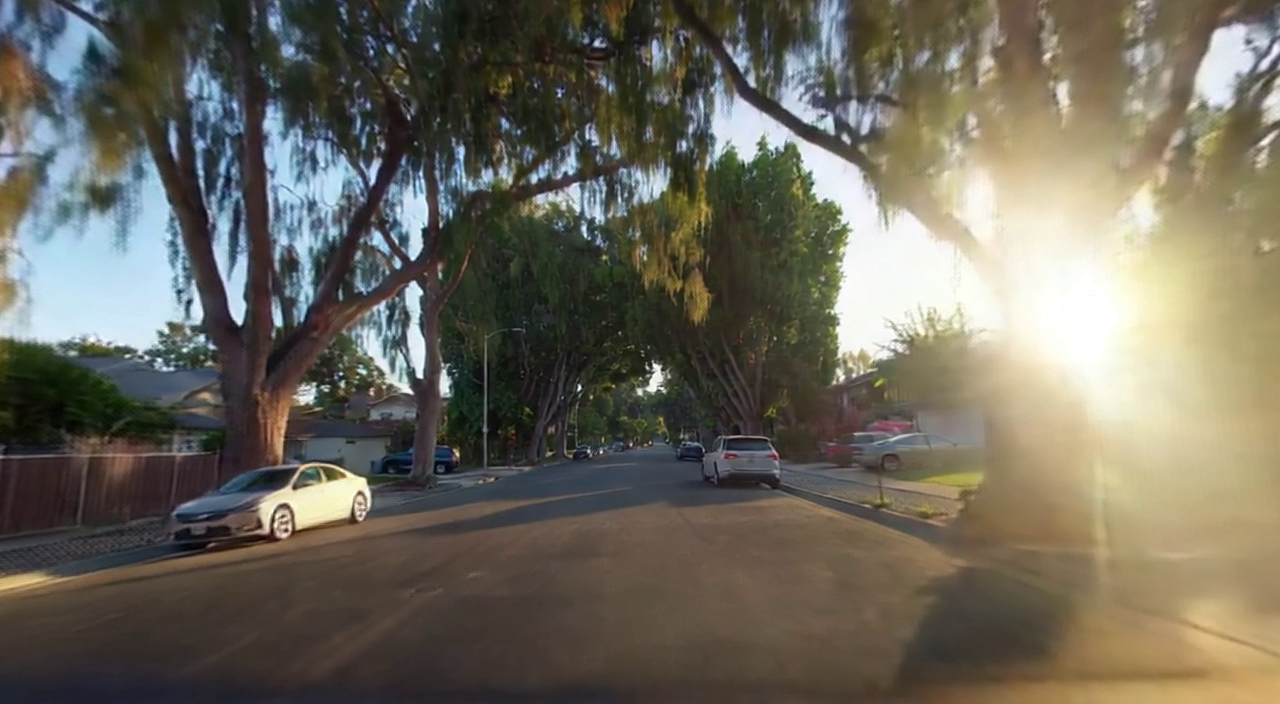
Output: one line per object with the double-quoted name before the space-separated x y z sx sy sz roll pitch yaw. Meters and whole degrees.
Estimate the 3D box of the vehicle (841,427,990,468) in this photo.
"vehicle" 10.644 3.759 24.871 5.041 1.486 1.969 -2 -9 14

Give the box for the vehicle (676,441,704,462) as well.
"vehicle" 3.798 7.651 48.746 2.016 1.567 4.228 -1 -8 2

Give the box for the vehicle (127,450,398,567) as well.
"vehicle" -6.249 2.571 11.225 2.099 1.399 4.357 -4 -8 1

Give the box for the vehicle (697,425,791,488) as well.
"vehicle" 3.337 3.485 21.380 2.241 1.875 5.059 0 -8 -1

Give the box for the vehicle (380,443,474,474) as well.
"vehicle" -12.794 6.416 38.136 4.928 1.797 1.981 -1 -8 2
